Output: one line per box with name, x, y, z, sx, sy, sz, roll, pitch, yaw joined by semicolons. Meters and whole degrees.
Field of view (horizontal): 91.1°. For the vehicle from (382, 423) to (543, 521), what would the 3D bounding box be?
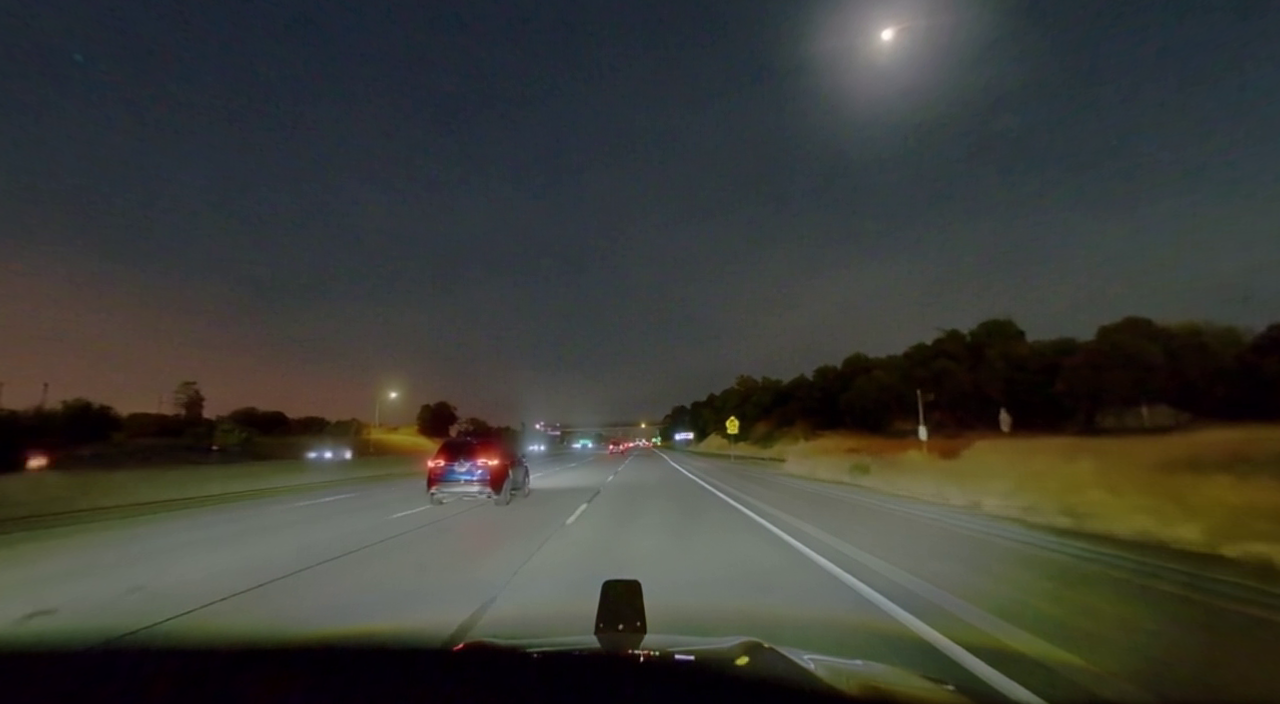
vehicle;-3.470;2.442;13.282;2.048;1.705;4.384;0;-8;1
